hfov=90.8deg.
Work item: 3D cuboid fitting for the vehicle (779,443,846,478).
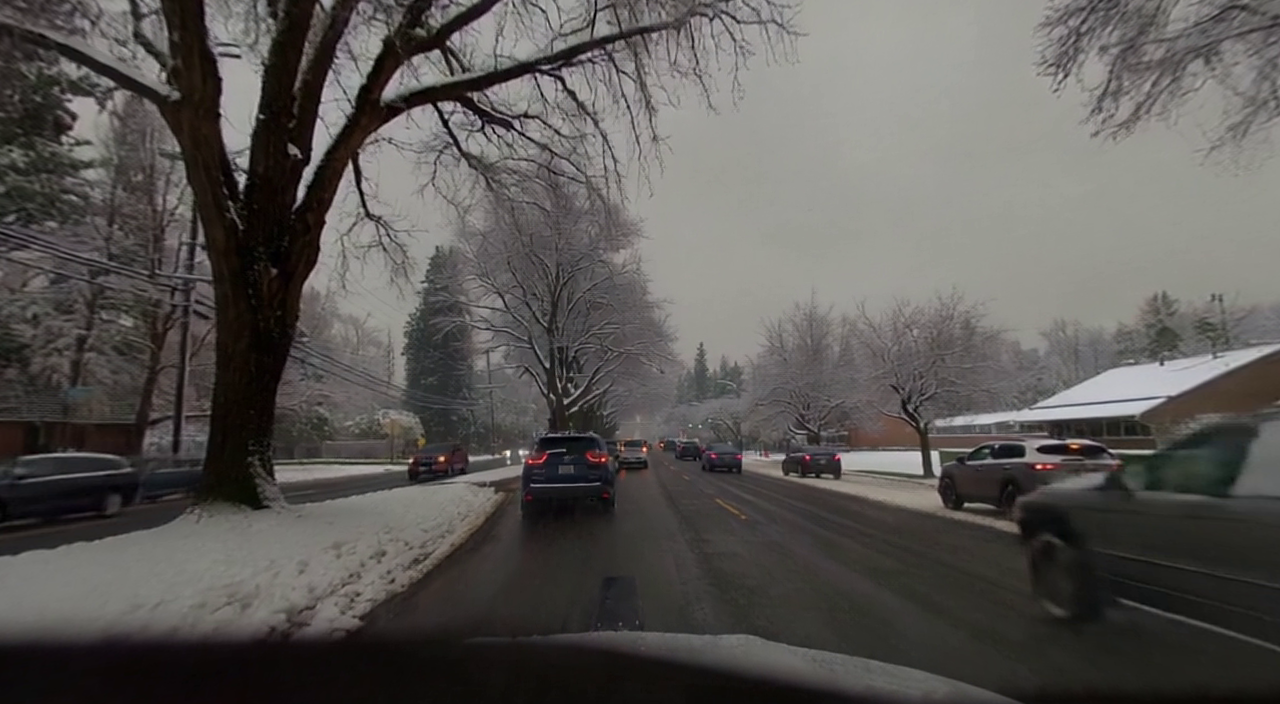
[{"bbox_3d":[7.849,4.966,29.170,1.977,1.485,4.308,0,-8,2],"label":"vehicle"}]

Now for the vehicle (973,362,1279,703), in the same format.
[{"bbox_3d":[4.028,0.963,3.245,2.220,1.715,4.335,0,-8,0],"label":"vehicle"}]

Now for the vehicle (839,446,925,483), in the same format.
[{"bbox_3d":[10.608,4.915,28.104,1.894,1.469,4.775,0,-8,0],"label":"vehicle"}]

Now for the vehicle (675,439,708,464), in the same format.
[{"bbox_3d":[3.950,7.735,49.487,2.114,1.846,4.659,0,-8,-1],"label":"vehicle"}]

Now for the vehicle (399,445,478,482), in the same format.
[{"bbox_3d":[-8.571,4.752,27.262,1.966,1.489,4.099,0,-8,1],"label":"vehicle"}]

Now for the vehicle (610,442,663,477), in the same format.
[{"bbox_3d":[-0.150,4.675,27.731,2.161,1.445,3.772,0,-8,0],"label":"vehicle"}]

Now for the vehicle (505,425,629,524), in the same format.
[{"bbox_3d":[-1.427,2.364,12.733,2.106,1.655,3.717,1,-8,-6],"label":"vehicle"}]

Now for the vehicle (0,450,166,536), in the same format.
[{"bbox_3d":[-12.283,2.742,12.736,1.981,1.463,4.395,0,-8,1],"label":"vehicle"}]

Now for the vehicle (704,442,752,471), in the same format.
[{"bbox_3d":[4.889,5.851,35.595,2.175,1.477,4.520,0,-8,1],"label":"vehicle"}]
